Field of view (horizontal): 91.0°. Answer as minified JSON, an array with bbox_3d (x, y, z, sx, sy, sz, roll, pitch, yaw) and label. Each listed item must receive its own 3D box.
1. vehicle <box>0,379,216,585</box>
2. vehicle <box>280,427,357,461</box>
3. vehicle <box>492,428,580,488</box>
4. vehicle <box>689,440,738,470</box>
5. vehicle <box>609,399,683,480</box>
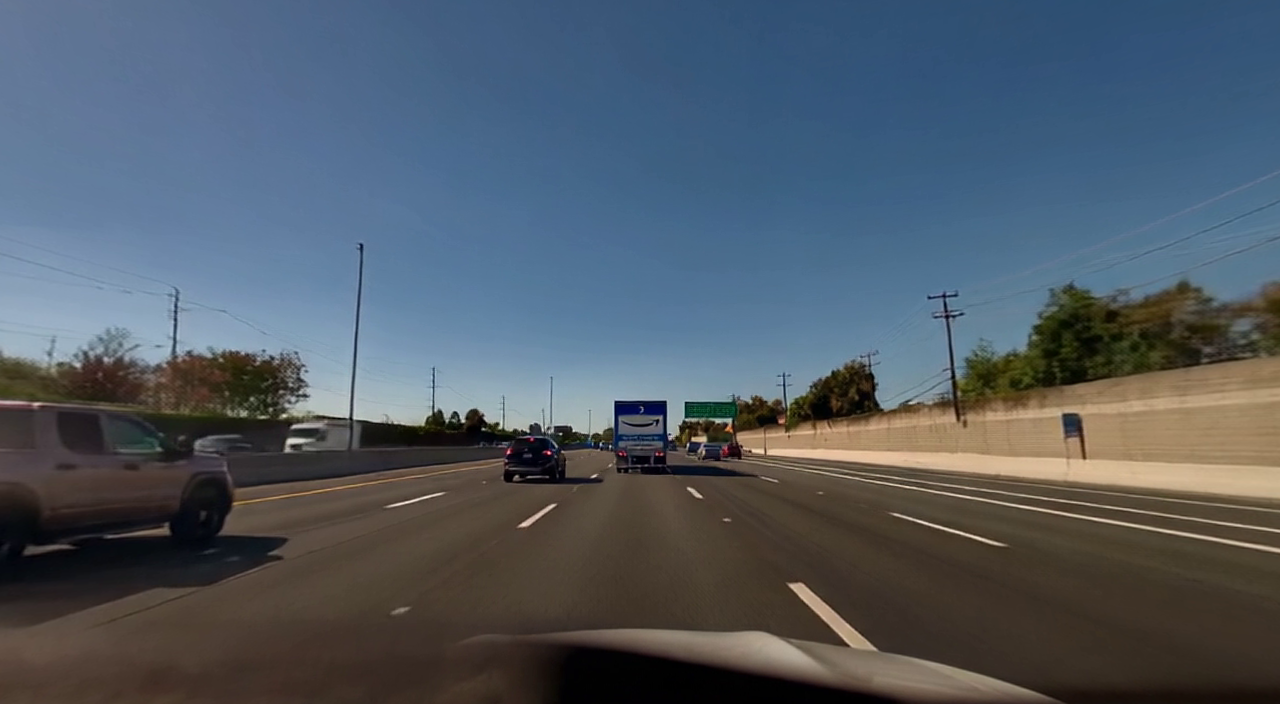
[{"bbox_3d":[-6.870,1.214,5.984,2.101,1.858,5.071,0,-8,0],"label":"vehicle"},{"bbox_3d":[-19.265,5.568,38.038,2.085,1.894,4.592,0,-8,1],"label":"vehicle"},{"bbox_3d":[-3.237,3.402,20.463,2.095,1.688,4.188,0,-9,0],"label":"vehicle"},{"bbox_3d":[3.817,5.451,33.547,1.970,1.499,4.491,1,-8,-2],"label":"vehicle"},{"bbox_3d":[0.205,3.409,24.348,2.456,2.705,6.251,0,-9,0],"label":"vehicle"}]
